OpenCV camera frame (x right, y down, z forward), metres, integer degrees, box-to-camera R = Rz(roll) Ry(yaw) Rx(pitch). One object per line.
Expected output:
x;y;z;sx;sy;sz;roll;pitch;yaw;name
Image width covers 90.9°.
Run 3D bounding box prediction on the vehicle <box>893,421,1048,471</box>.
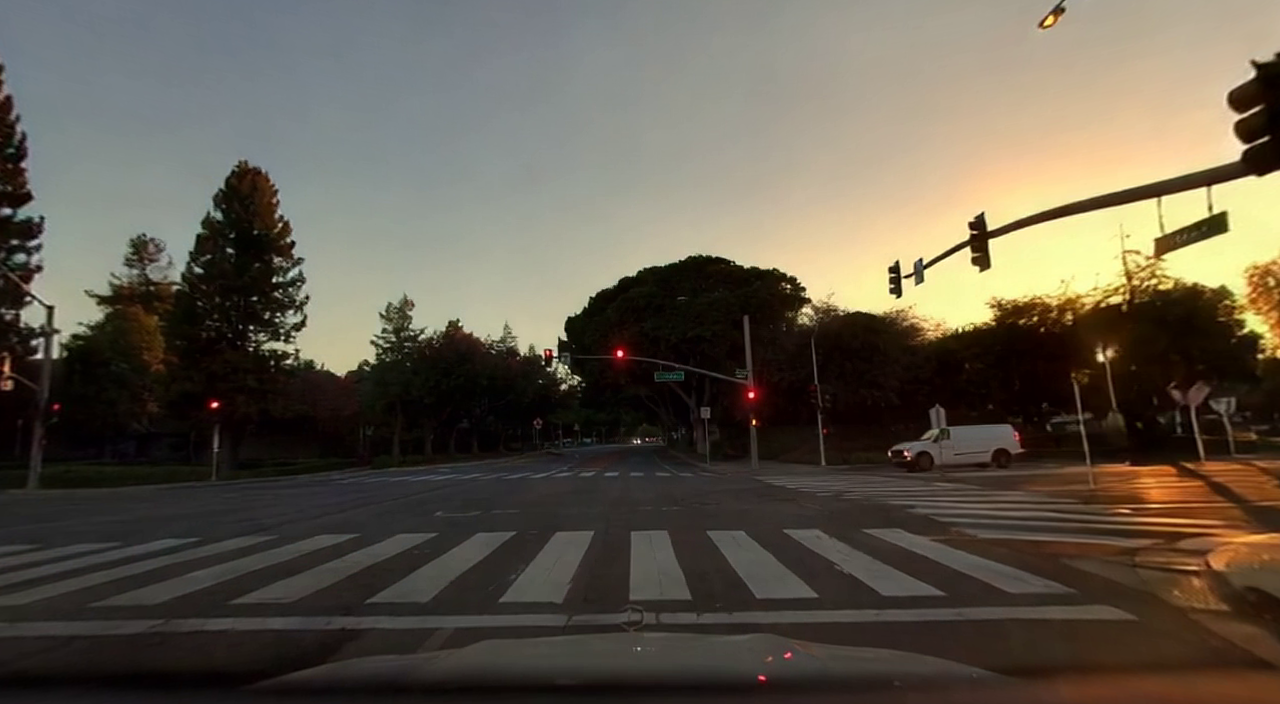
12.519;3.582;24.137;4.790;1.798;1.909;0;-8;1;vehicle
